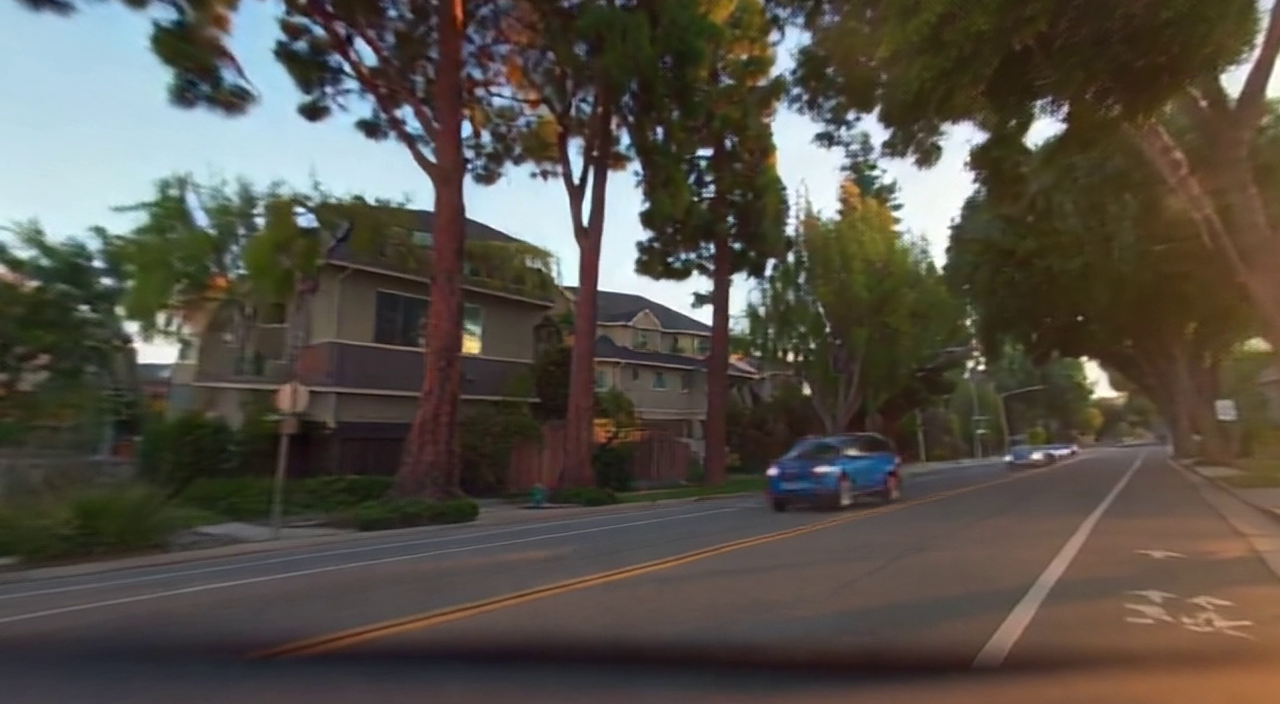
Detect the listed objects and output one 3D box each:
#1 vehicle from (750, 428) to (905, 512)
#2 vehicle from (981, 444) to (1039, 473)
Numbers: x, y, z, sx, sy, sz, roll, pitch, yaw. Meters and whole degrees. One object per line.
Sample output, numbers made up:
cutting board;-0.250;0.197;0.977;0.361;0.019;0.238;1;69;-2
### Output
vehicle;4.954;2.954;16.275;2.089;1.835;4.528;-8;-11;39
vehicle;20.227;5.763;34.374;1.906;1.498;4.222;-8;-11;40
